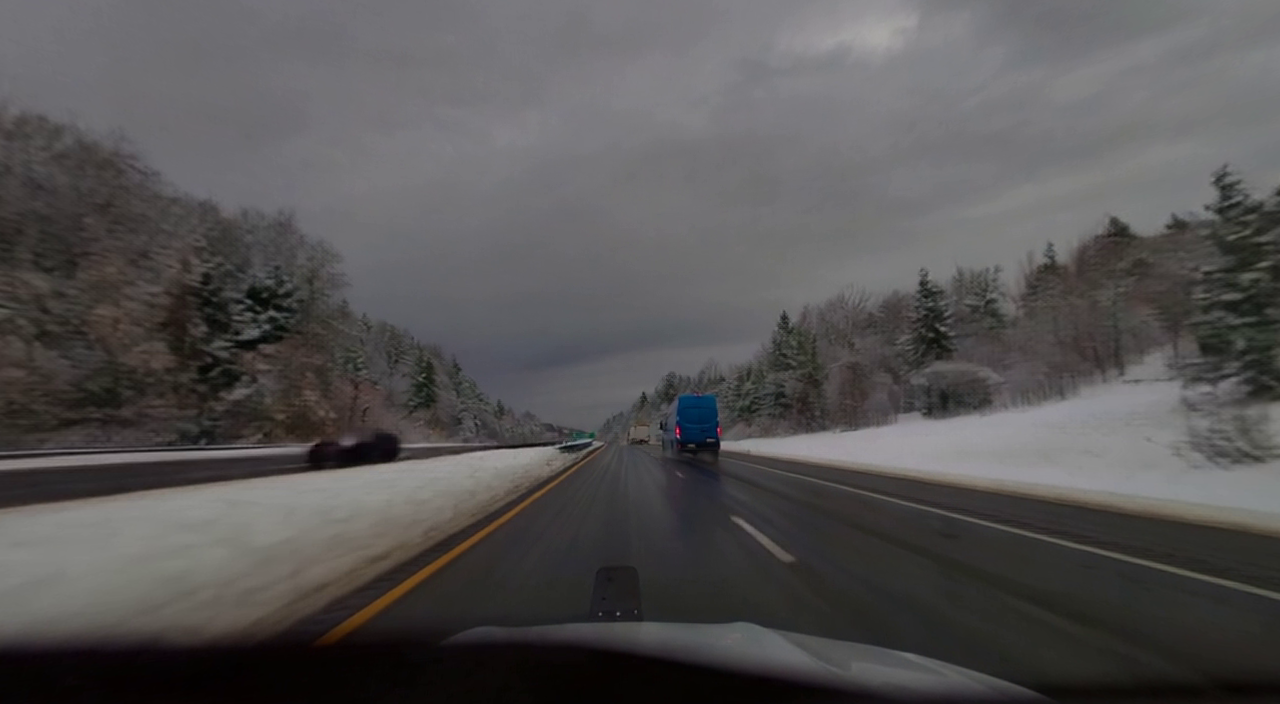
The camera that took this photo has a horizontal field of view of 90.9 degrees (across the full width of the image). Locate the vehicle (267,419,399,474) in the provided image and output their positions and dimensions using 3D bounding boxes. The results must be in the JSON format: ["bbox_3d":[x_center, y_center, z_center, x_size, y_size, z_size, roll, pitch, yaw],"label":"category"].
[{"bbox_3d":[-9.086,2.831,19.125,1.865,1.454,4.375,0,-8,-1],"label":"vehicle"}]

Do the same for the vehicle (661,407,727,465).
[{"bbox_3d":[2.524,4.199,31.628,2.570,2.596,6.082,0,-8,-2],"label":"vehicle"}]
